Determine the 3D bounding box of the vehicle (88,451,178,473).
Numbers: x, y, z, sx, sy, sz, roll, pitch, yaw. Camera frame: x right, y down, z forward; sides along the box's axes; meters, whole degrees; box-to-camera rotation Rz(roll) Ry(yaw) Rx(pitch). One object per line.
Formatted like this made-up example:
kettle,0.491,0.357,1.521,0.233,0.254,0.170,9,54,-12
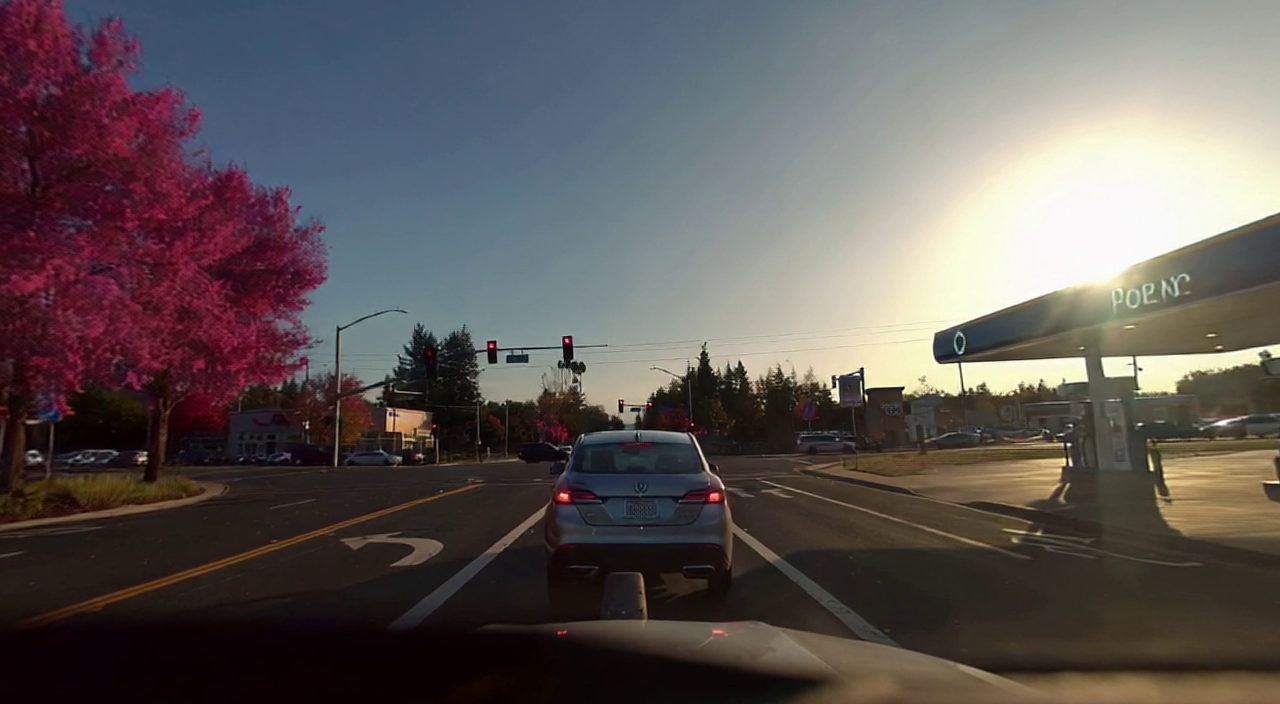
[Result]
vehicle,-36.918,7.972,46.030,1.889,1.455,4.813,-2,-9,15

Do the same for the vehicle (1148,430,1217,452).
vehicle,40.948,6.737,47.649,3.573,1.432,1.604,-3,-8,3

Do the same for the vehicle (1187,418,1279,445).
vehicle,36.318,4.895,38.483,1.848,1.581,4.475,0,-8,2

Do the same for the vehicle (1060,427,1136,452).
vehicle,34.748,6.610,47.856,4.294,1.557,1.744,-4,-7,1

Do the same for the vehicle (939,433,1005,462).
vehicle,18.385,5.275,34.838,2.053,1.495,4.091,-8,-12,43

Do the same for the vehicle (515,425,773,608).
vehicle,0.010,1.652,7.275,2.112,1.482,4.057,0,-8,-1

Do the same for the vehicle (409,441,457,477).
vehicle,-11.461,5.930,35.244,2.019,1.867,4.660,2,-8,-12
